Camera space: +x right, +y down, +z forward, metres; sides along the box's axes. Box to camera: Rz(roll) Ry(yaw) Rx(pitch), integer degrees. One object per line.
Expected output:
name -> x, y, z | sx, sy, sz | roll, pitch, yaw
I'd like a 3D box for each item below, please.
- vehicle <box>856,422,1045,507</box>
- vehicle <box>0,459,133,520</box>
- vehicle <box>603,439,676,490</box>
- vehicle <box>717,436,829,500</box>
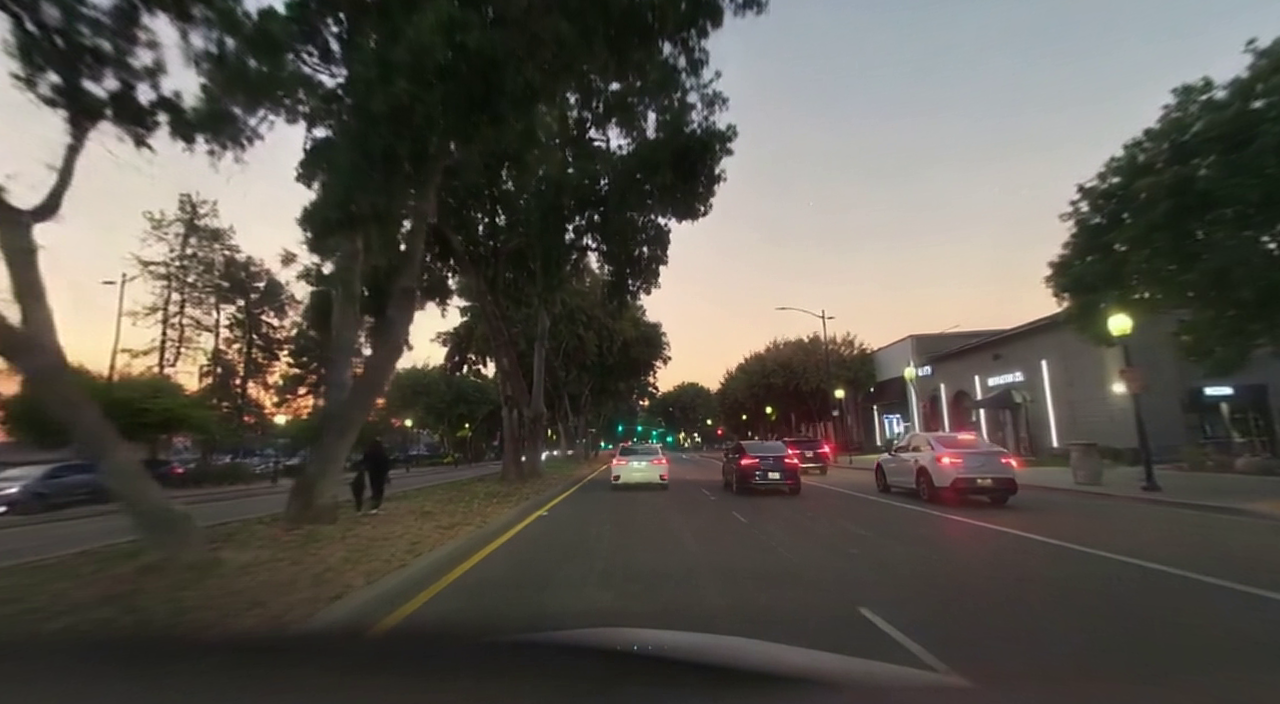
vehicle -> 7.154, 2.649, 15.306 | 2.052, 1.708, 4.842 | 0, -9, 0
vehicle -> -17.577, 3.874, 18.117 | 2.069, 1.460, 4.716 | 0, -9, 1
vehicle -> -0.049, 3.552, 20.312 | 2.101, 1.444, 4.248 | 0, -9, -1
vehicle -> 3.379, 3.038, 16.937 | 1.993, 1.477, 4.240 | 0, -9, -1
